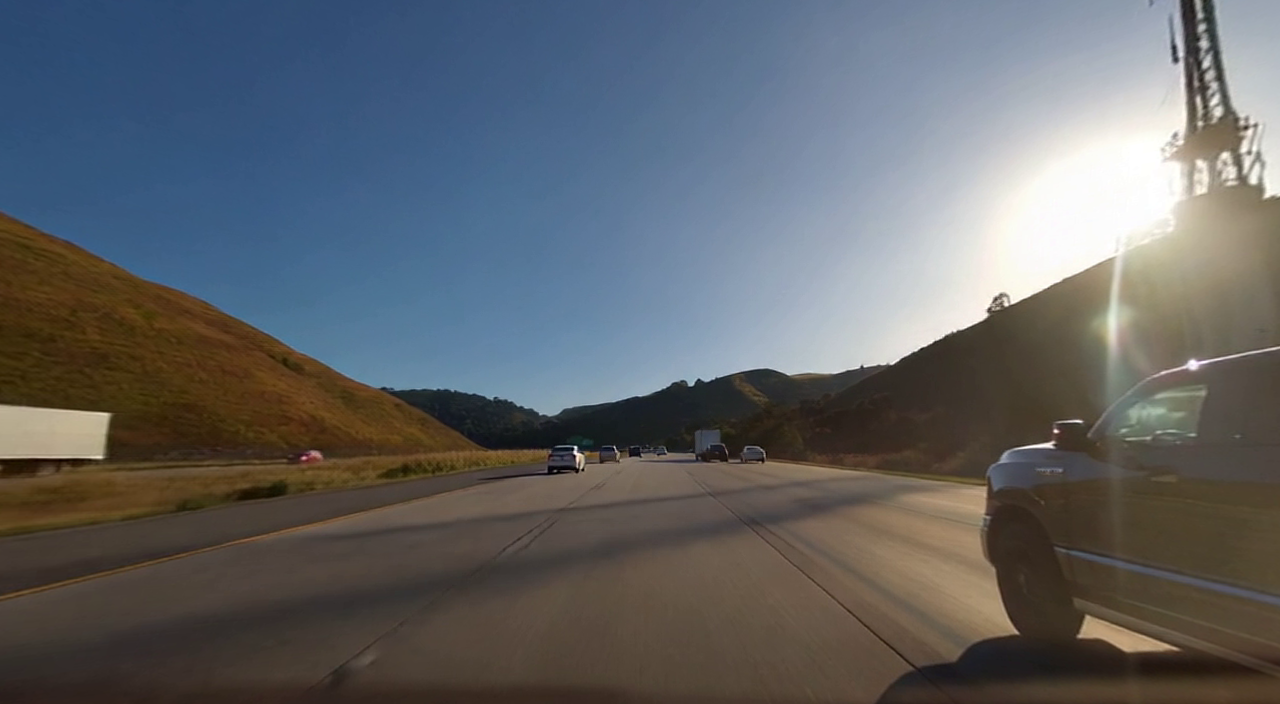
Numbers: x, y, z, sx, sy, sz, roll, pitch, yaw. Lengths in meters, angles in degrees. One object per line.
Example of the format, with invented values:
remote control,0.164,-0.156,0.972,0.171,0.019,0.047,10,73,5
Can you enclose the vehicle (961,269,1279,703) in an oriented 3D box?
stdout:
vehicle,3.435,0.611,2.048,2.098,1.925,5.171,0,-8,1

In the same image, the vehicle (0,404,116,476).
vehicle,-38.287,5.025,36.075,2.910,4.089,15.404,-1,-8,2

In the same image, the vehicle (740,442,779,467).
vehicle,8.560,7.384,45.604,1.986,1.633,4.430,0,-8,0

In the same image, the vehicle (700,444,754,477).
vehicle,4.183,5.299,31.152,2.046,1.471,4.333,0,-8,0

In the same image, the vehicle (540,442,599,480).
vehicle,-3.283,5.173,30.255,2.113,1.636,4.494,-1,-8,2
